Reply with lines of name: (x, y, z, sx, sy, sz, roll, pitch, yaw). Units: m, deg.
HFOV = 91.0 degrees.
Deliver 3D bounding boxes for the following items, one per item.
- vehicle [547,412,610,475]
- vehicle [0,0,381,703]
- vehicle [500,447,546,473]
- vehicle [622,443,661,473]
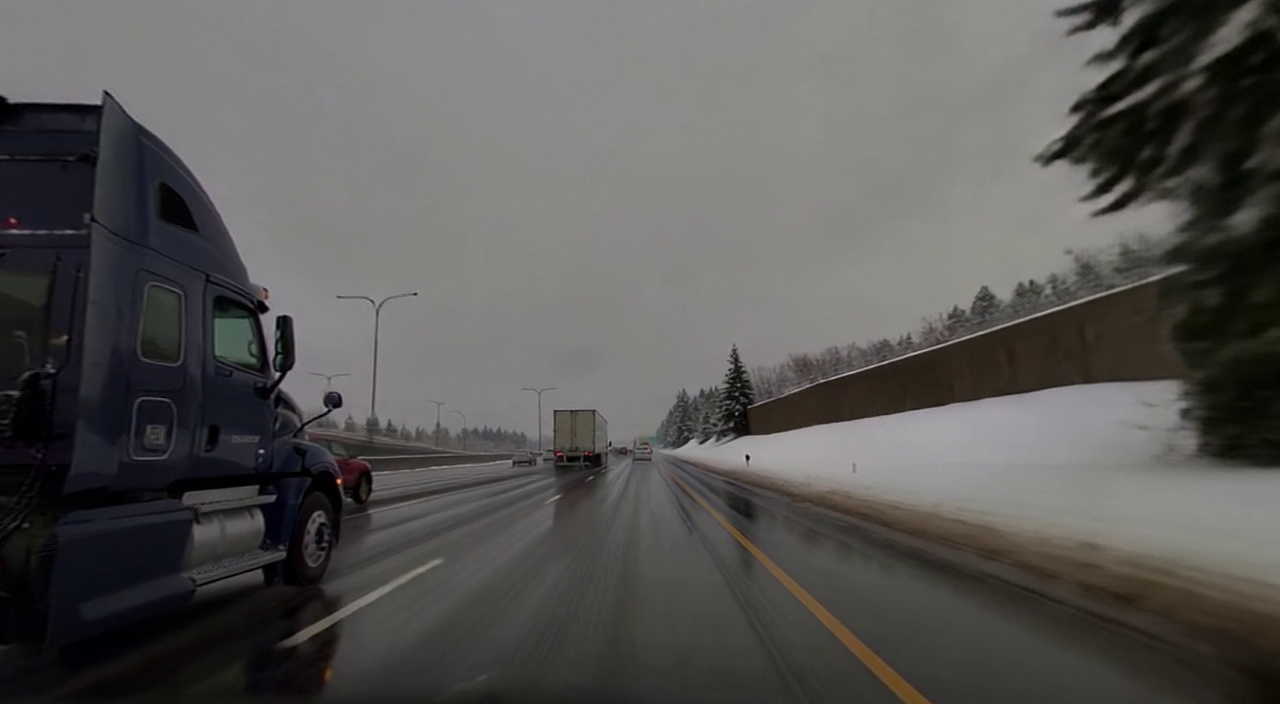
vehicle: (-3.555, 5.666, 38.811, 2.956, 3.331, 9.575, 0, -9, 0)
vehicle: (-3.695, -0.080, 0.300, 3.025, 3.266, 9.256, -1, -9, 1)
vehicle: (-7.195, 6.671, 39.090, 1.962, 1.489, 4.002, -1, -9, 1)
vehicle: (0.100, 6.221, 37.286, 2.178, 1.640, 4.071, -1, -9, 1)
